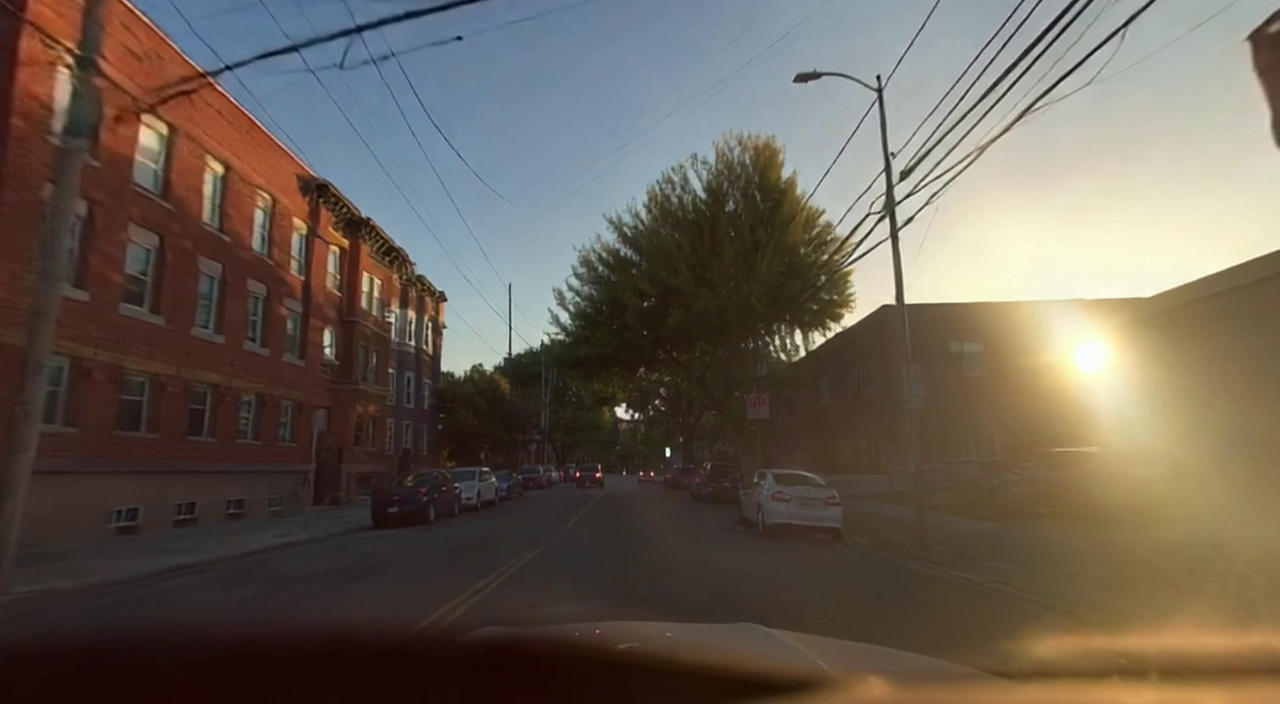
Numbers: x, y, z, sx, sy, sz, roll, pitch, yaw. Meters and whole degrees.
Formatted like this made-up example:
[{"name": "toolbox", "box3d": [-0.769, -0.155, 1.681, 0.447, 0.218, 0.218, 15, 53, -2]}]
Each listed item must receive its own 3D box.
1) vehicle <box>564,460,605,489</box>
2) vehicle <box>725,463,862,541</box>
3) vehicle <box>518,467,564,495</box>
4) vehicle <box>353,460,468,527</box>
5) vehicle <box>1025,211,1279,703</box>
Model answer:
[{"name": "vehicle", "box3d": [-3.784, 8.554, 44.136, 2.236, 1.834, 4.743, -1, -11, 3]}, {"name": "vehicle", "box3d": [3.268, 3.317, 14.446, 1.885, 1.464, 4.466, 0, -11, -1]}, {"name": "vehicle", "box3d": [-5.969, 7.627, 37.518, 1.994, 1.510, 4.802, 3, -11, -17]}, {"name": "vehicle", "box3d": [-6.839, 4.281, 19.510, 1.930, 1.756, 4.955, 0, -11, -3]}, {"name": "vehicle", "box3d": [3.165, 0.373, 0.148, 2.480, 2.230, 5.704, 0, -11, 0]}]
